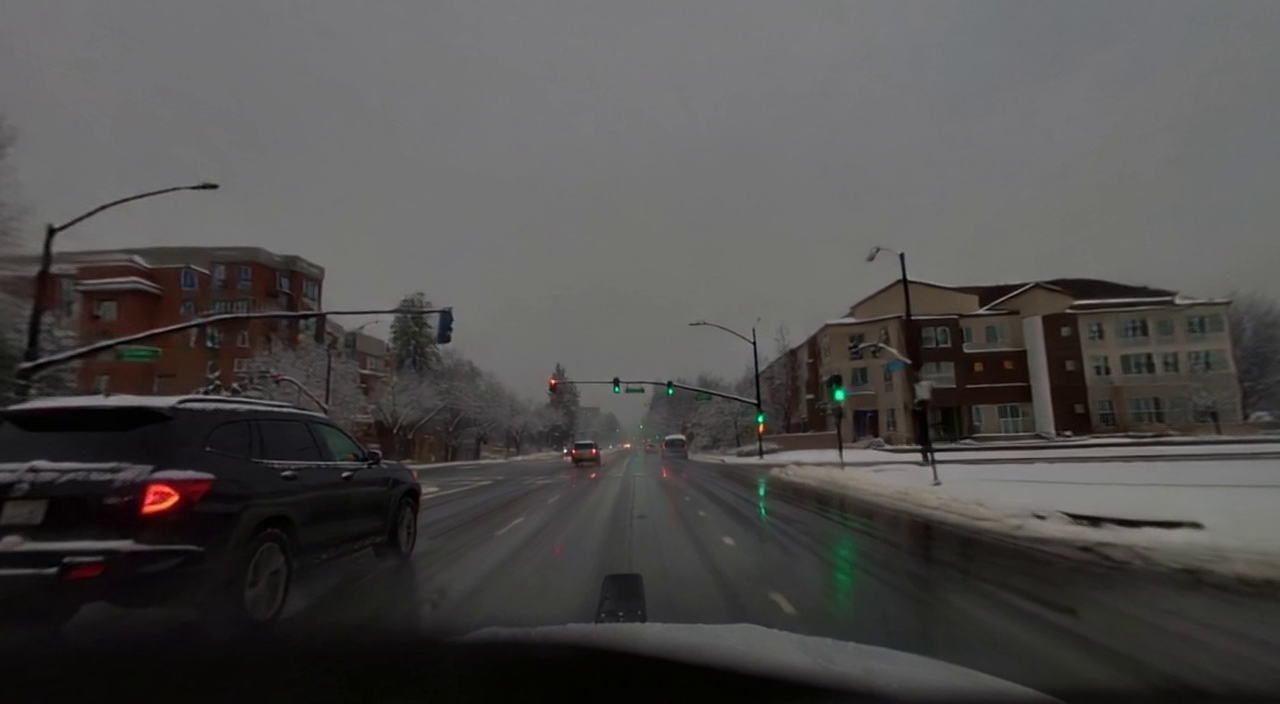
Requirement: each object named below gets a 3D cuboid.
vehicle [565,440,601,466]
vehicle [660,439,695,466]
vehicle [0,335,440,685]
[{"bbox_3d":[-3.907,7.020,43.867,2.083,1.685,4.069,0,-8,0],"label":"vehicle"},{"bbox_3d":[2.485,6.837,43.165,2.018,1.719,4.369,0,-8,-2],"label":"vehicle"},{"bbox_3d":[-3.937,1.262,6.238,2.225,1.984,5.168,0,-8,0],"label":"vehicle"}]
